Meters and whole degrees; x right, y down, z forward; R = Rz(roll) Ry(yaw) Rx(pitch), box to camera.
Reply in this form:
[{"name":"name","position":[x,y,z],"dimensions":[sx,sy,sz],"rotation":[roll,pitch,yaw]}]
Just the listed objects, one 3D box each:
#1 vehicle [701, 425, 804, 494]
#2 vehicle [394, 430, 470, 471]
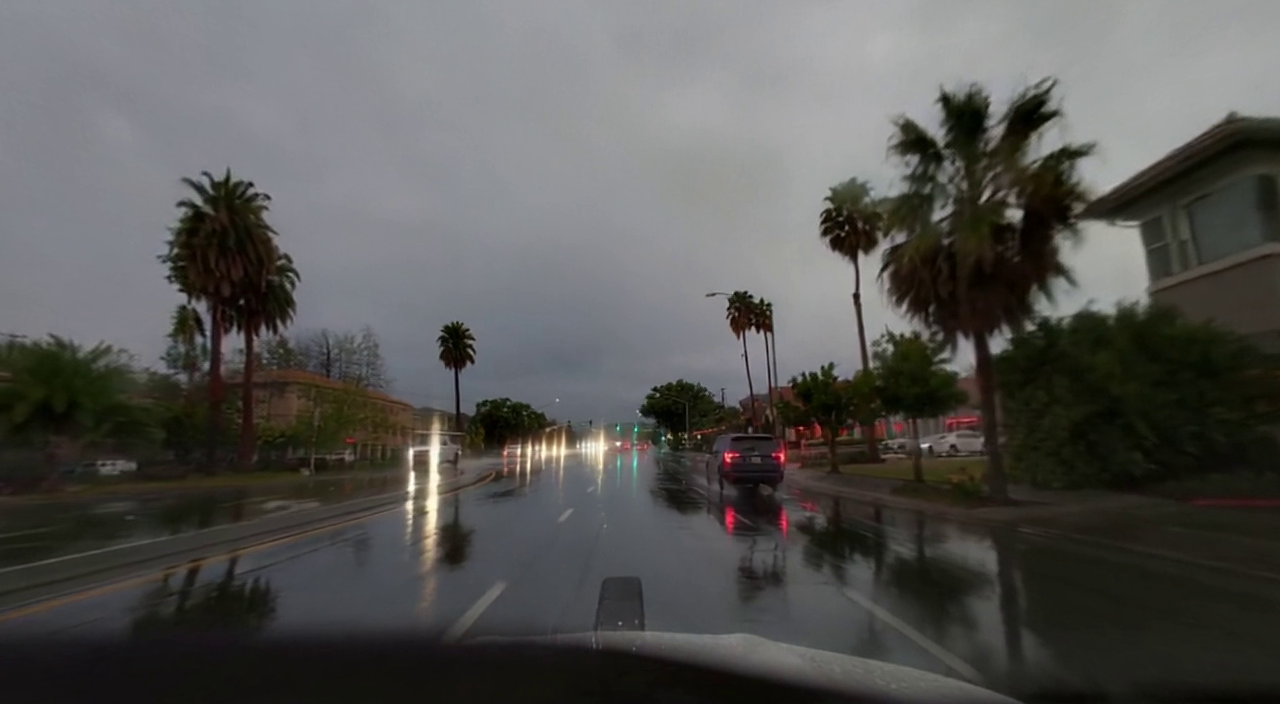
[{"name":"vehicle","position":[3.395,3.365,20.038],"dimensions":[2.244,1.901,4.561],"rotation":[0,-8,-3]},{"name":"vehicle","position":[-15.589,7.464,47.896],"dimensions":[3.083,2.852,7.976],"rotation":[0,-8,0]}]
